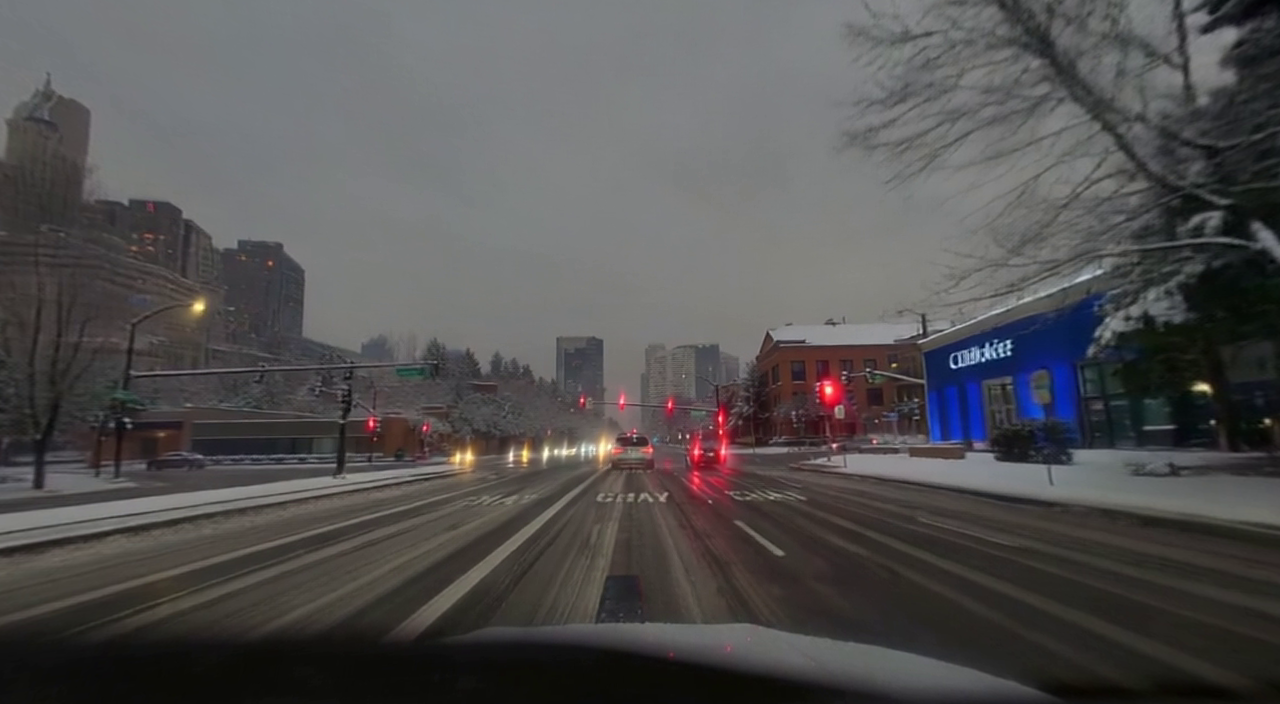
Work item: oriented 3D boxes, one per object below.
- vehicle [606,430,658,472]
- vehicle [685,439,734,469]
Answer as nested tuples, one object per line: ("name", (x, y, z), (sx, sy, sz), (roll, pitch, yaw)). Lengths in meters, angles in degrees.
("vehicle", (-0.349, 4.743, 30.405), (2.313, 1.860, 4.319), (0, -9, 0))
("vehicle", (3.560, 5.356, 33.334), (2.080, 1.472, 4.401), (0, -9, 0))
